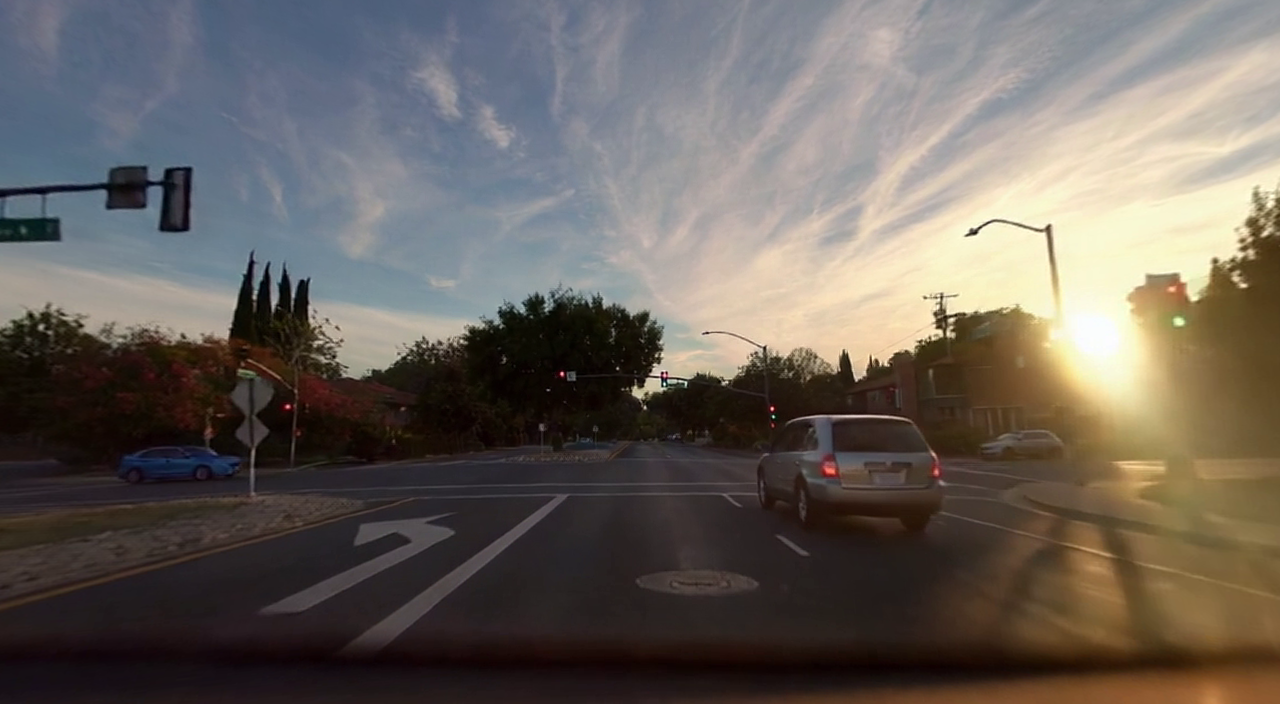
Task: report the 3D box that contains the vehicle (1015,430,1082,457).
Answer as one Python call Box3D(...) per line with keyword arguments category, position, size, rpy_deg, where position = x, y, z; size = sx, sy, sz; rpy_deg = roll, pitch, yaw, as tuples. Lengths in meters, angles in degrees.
Box3D(category="vehicle", position=(27.251, 6.123, 42.291), size=(1.883, 1.685, 3.953), rpy_deg=(-1, -9, 2))

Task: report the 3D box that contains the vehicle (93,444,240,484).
Box3D(category="vehicle", position=(-20.885, 4.930, 28.070), size=(4.737, 1.659, 2.042), rpy_deg=(1, -9, -7))

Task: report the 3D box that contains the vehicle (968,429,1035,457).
Box3D(category="vehicle", position=(24.025, 6.110, 42.208), size=(1.896, 1.760, 4.107), rpy_deg=(0, -9, -2))

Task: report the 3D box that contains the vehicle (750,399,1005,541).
Box3D(category="vehicle", position=(3.473, 1.873, 10.598), size=(2.229, 1.795, 4.927), rpy_deg=(0, -9, -1))
